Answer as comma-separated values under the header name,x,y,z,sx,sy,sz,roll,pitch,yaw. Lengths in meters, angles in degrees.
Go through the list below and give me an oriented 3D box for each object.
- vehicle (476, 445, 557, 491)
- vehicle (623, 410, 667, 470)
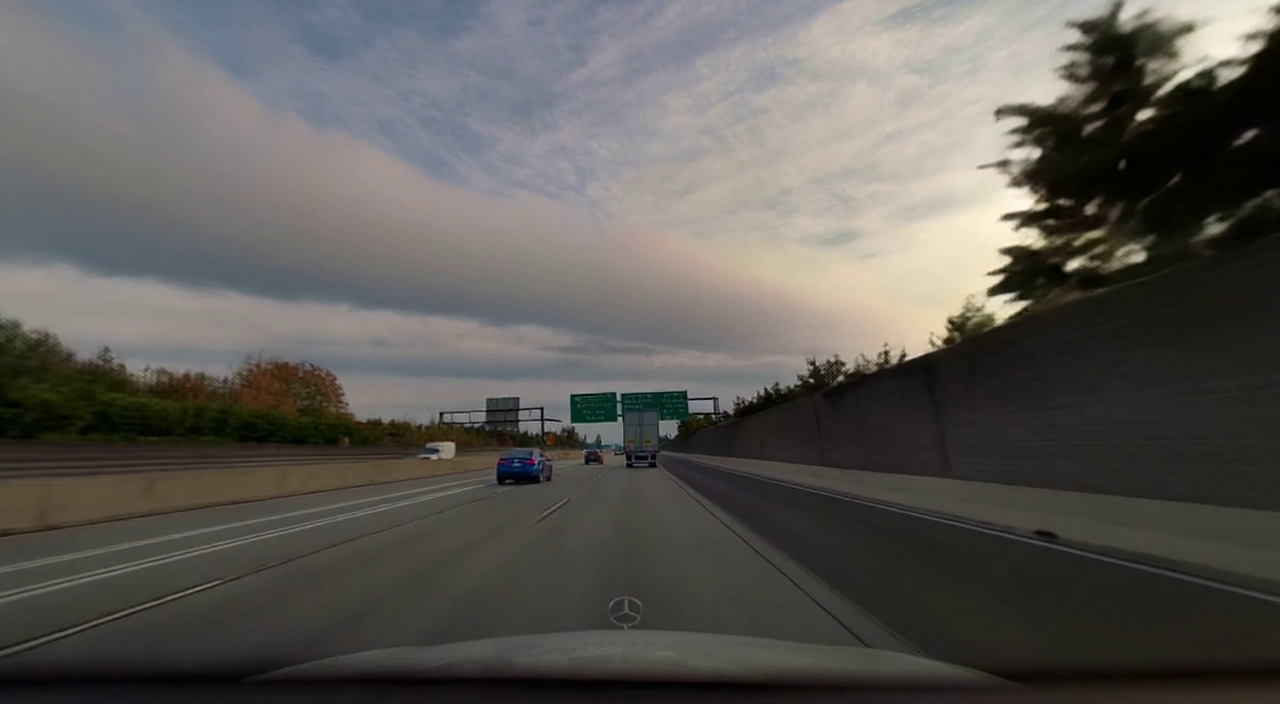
name,x,y,z,sx,sy,sz,roll,pitch,yaw
vehicle,-4.407,4.192,23.219,1.977,1.478,4.702,0,-9,0
vehicle,0.418,6.713,47.799,2.980,4.051,10.359,0,-9,1
